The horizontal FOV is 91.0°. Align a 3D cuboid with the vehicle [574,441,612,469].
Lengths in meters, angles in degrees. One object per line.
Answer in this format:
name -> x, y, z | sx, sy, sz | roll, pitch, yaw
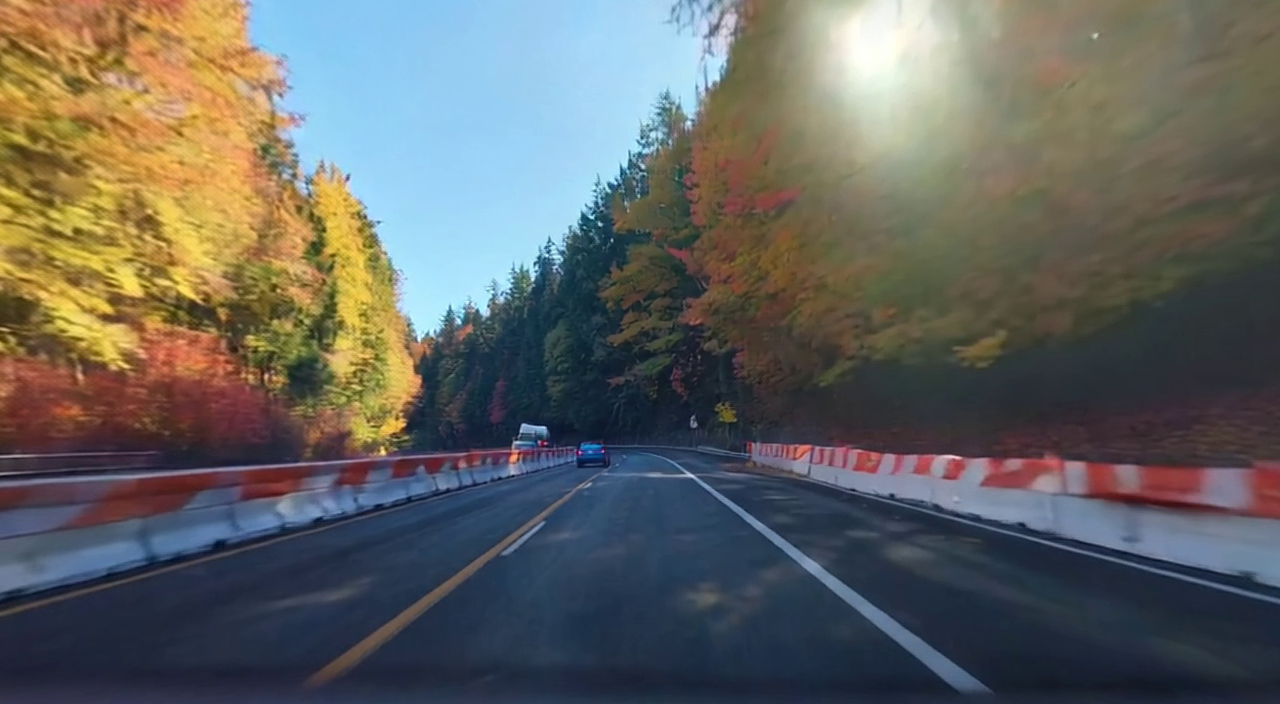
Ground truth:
vehicle -> -2.711, 6.043, 37.081 | 1.902, 1.505, 4.016 | 0, -8, 0
